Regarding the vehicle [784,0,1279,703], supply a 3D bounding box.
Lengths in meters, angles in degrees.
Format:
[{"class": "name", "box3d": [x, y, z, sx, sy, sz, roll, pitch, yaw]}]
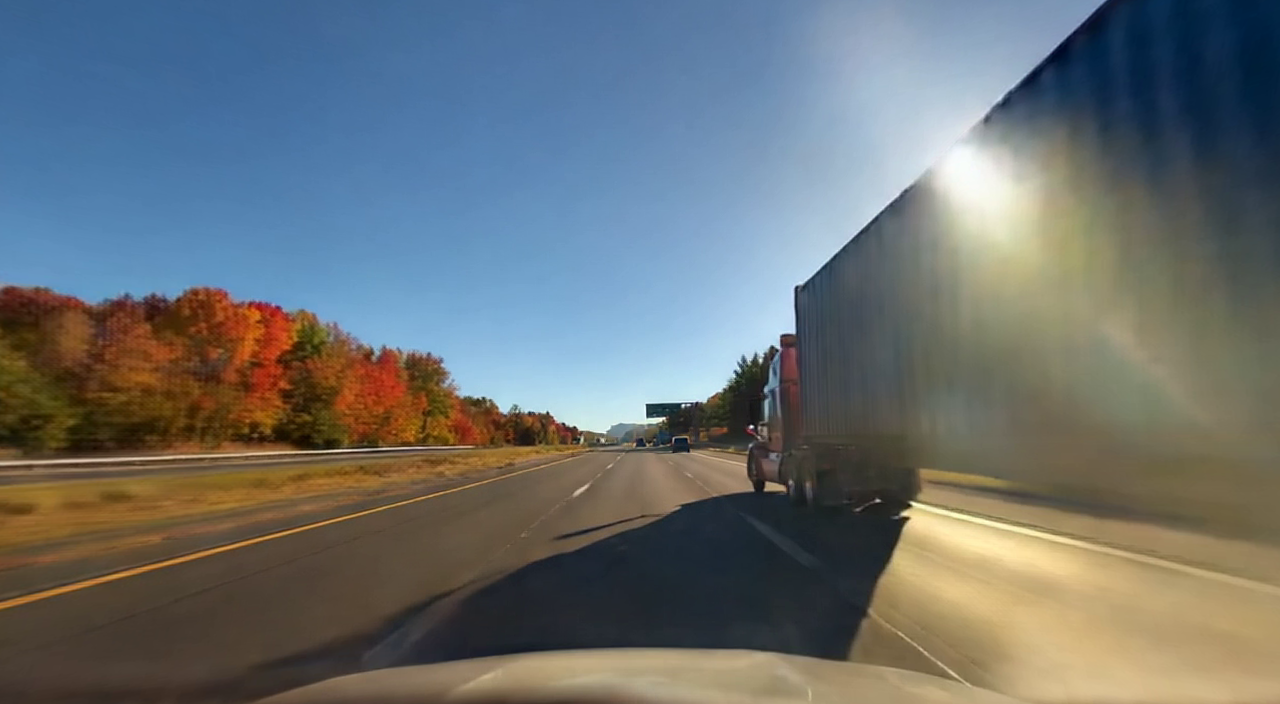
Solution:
[{"class": "vehicle", "box3d": [3.979, -0.121, 4.577, 2.903, 4.003, 13.046, 0, -8, 1]}]
